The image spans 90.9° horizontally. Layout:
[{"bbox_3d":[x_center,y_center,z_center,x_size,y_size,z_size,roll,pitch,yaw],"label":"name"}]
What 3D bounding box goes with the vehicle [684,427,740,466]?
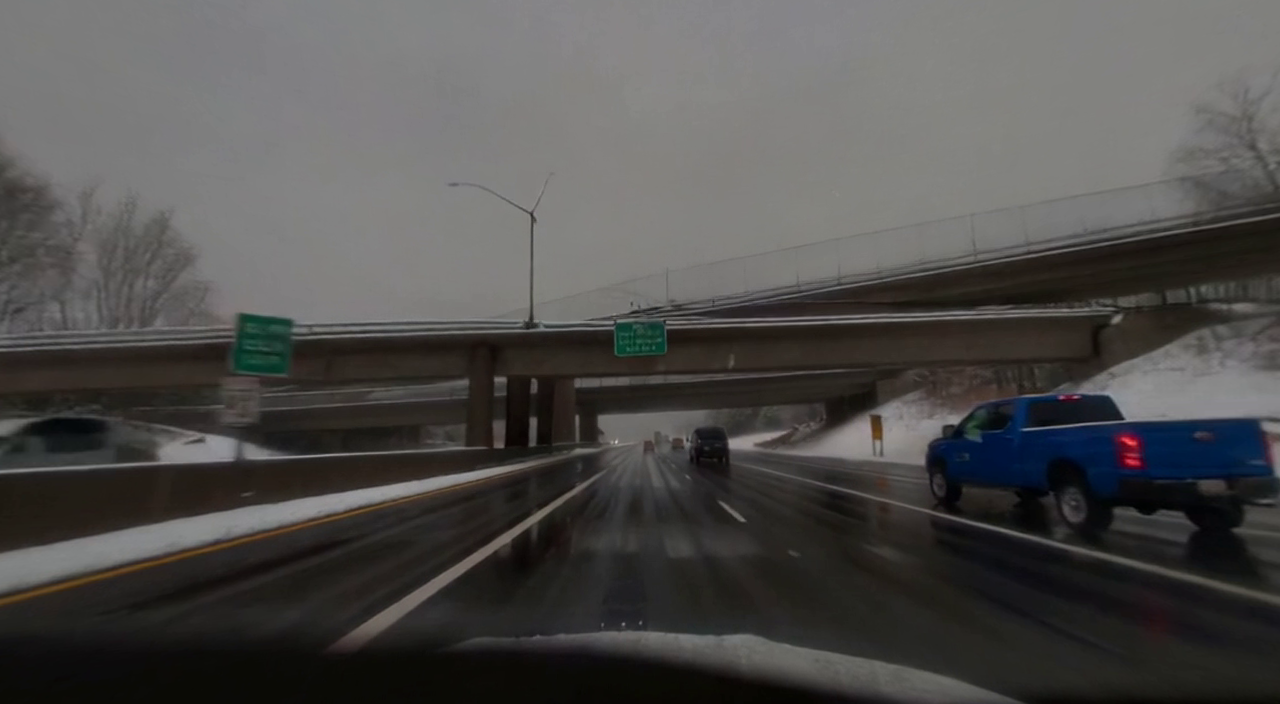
[{"bbox_3d":[4.021,5.426,36.171,2.505,2.020,5.532,0,-8,0],"label":"vehicle"}]
